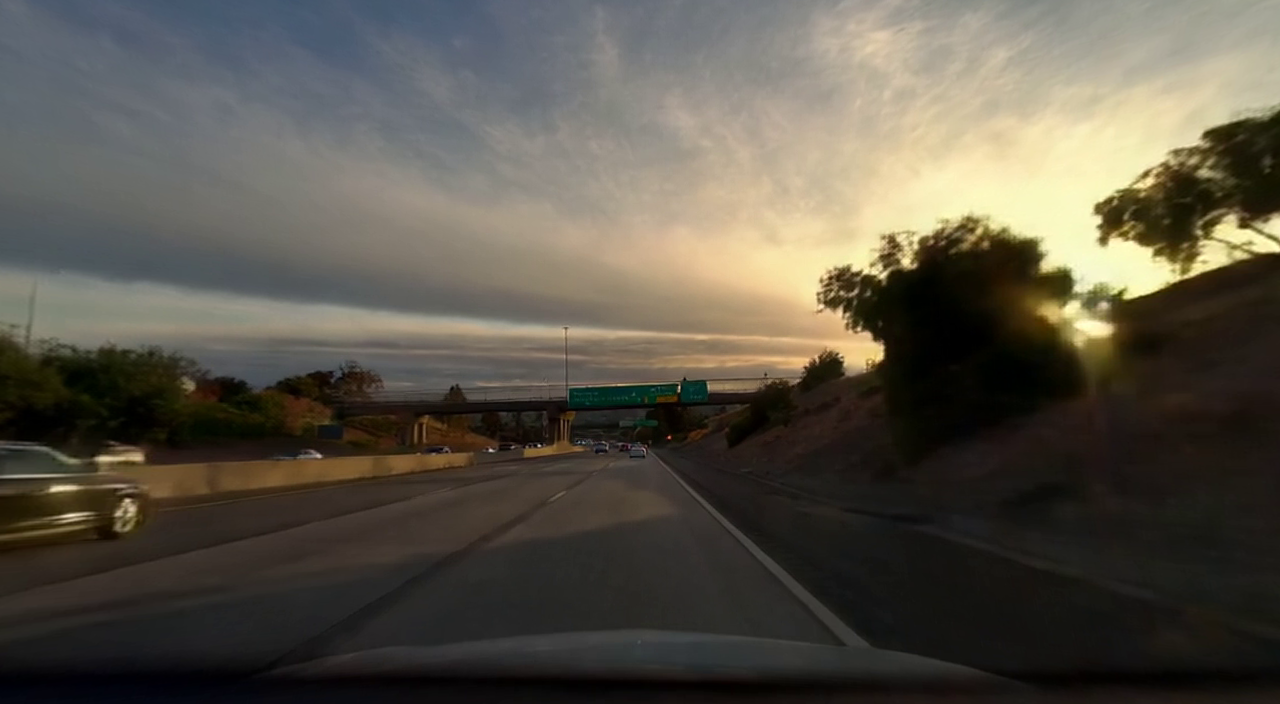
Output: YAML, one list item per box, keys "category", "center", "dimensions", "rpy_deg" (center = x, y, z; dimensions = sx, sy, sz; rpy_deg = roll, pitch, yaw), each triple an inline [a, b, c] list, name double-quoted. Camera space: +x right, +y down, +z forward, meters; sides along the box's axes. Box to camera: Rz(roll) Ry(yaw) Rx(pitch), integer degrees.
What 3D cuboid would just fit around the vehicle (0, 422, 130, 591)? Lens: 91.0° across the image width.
- category: "vehicle"
  center: [-6.905, 1.279, 4.825]
  dimensions: [1.916, 1.545, 4.757]
  rpy_deg: [0, -8, 1]
